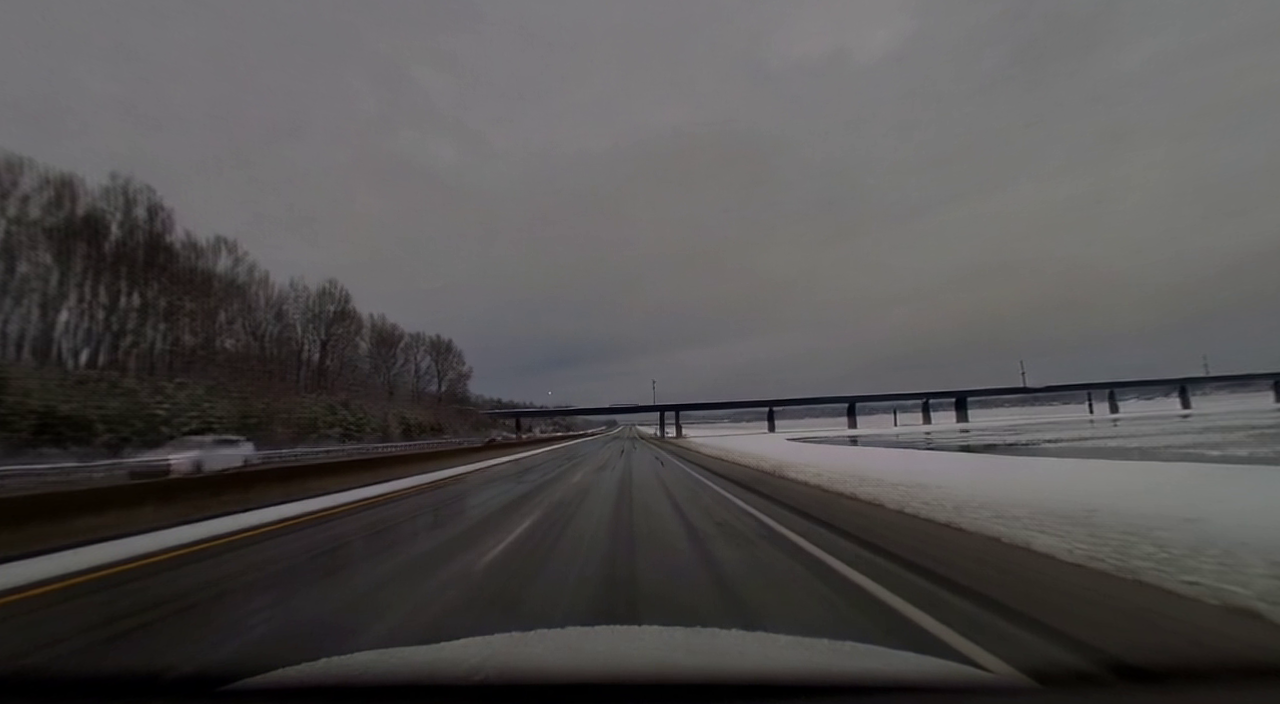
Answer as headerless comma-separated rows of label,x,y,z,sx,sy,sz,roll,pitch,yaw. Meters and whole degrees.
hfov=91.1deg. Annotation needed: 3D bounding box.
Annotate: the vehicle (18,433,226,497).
vehicle,-13.925,3.029,17.364,1.892,1.508,4.530,0,-8,0
